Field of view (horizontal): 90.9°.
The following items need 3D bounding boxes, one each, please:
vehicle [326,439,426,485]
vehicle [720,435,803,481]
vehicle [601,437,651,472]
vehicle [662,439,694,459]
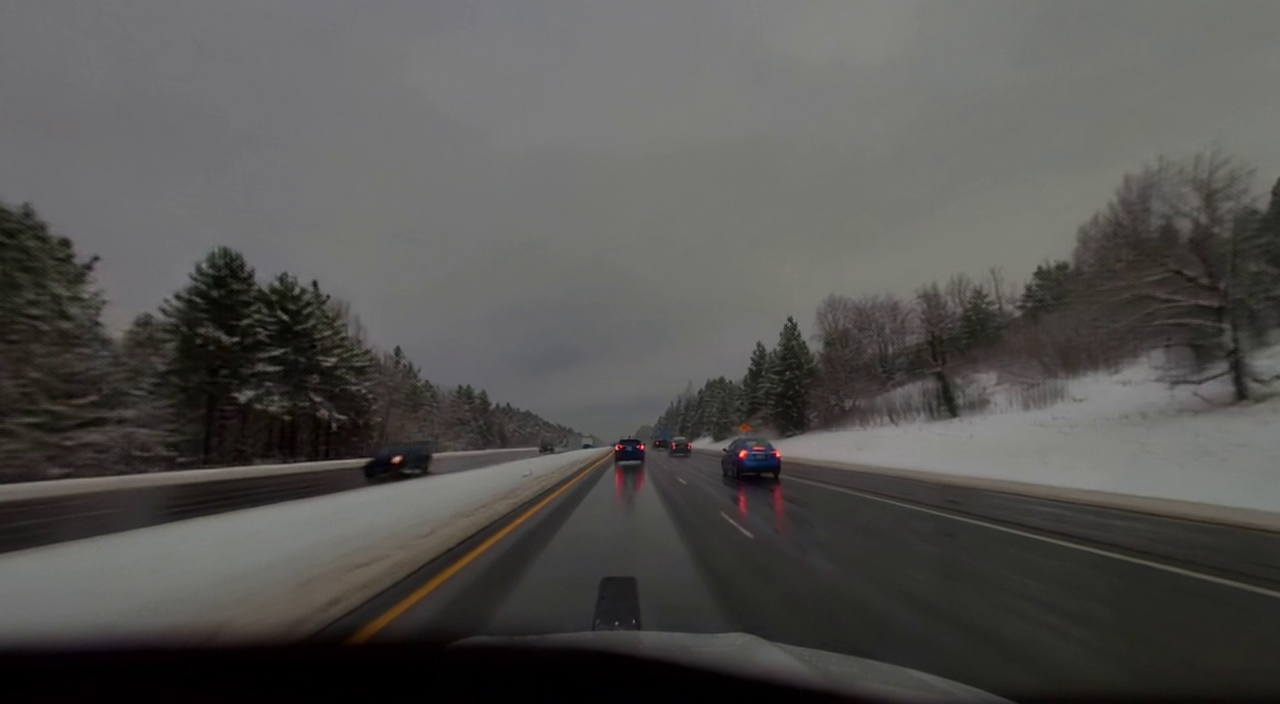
[{"bbox_3d":[-9.306,3.876,22.631,1.895,1.453,4.000,0,-8,-1],"label":"vehicle"},{"bbox_3d":[4.398,3.879,23.508,2.066,1.526,4.216,0,-8,-3],"label":"vehicle"},{"bbox_3d":[-0.636,4.657,28.916,2.143,1.466,3.693,0,-8,-1],"label":"vehicle"},{"bbox_3d":[2.863,7.385,48.239,2.004,1.469,4.472,0,-8,-2],"label":"vehicle"}]
